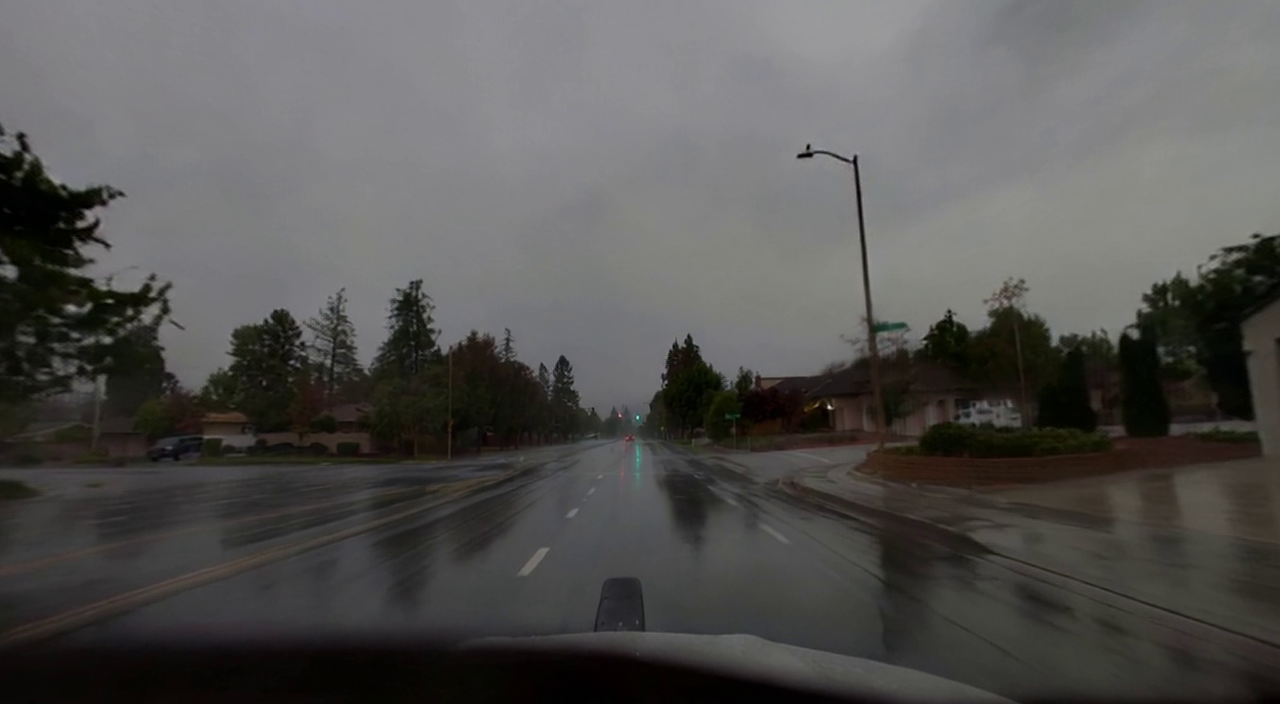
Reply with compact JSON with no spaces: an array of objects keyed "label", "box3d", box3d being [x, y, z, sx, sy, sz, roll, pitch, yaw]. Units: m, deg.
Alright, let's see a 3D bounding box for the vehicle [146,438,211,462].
[{"label":"vehicle","box3d":[-29.900,6.339,41.081,1.991,1.435,4.421,2,-9,-17]}]
